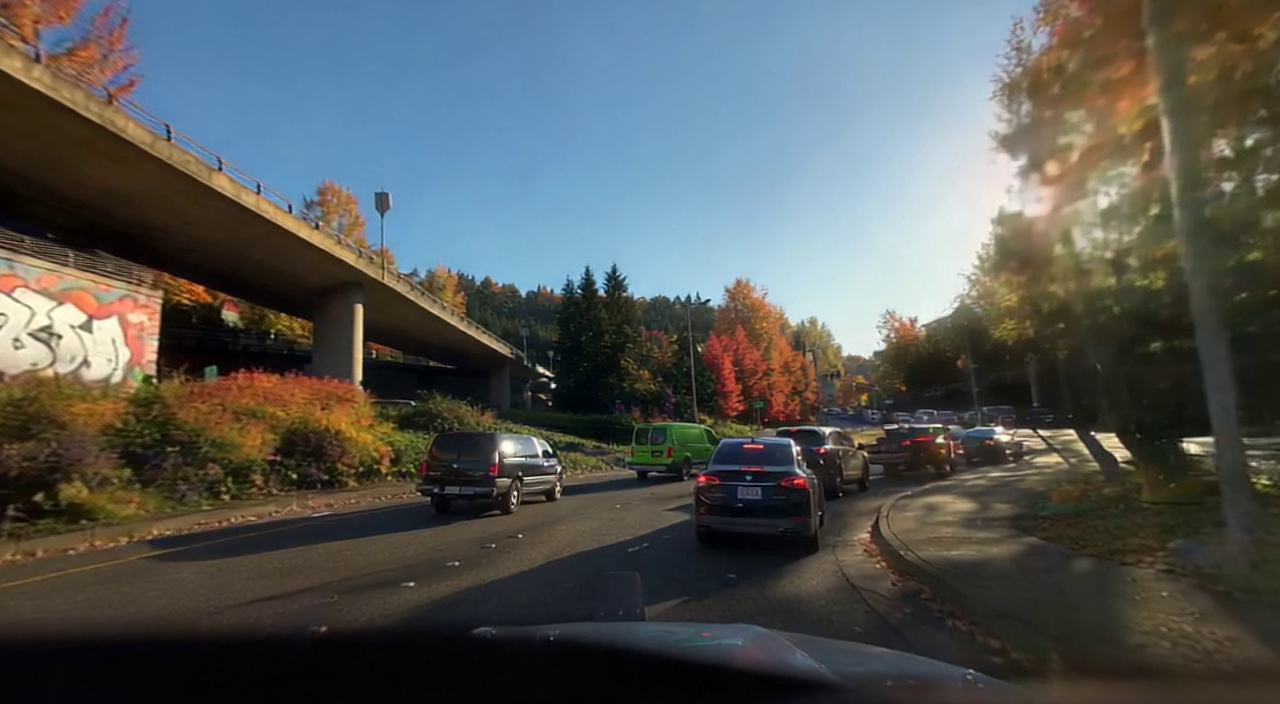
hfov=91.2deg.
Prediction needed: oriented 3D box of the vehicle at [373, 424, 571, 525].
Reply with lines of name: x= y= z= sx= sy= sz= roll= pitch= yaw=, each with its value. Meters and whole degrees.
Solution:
vehicle: x=-2.944 y=2.269 z=12.057 sx=1.921 sy=1.554 sz=4.081 roll=-3 pitch=-9 yaw=13

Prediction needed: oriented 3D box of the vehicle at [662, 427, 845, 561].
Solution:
vehicle: x=1.882 y=1.966 z=9.358 sx=2.064 sy=1.515 sz=3.722 roll=-4 pitch=-9 yaw=19

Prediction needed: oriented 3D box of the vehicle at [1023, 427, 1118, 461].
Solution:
vehicle: x=19.959 y=4.275 z=29.055 sx=3.934 sy=1.485 sz=1.763 roll=4 pitch=-10 yaw=-25

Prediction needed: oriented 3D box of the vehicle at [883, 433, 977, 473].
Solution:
vehicle: x=11.481 y=3.977 z=24.708 sx=3.902 sy=1.446 sz=1.780 roll=7 pitch=-12 yaw=-40
